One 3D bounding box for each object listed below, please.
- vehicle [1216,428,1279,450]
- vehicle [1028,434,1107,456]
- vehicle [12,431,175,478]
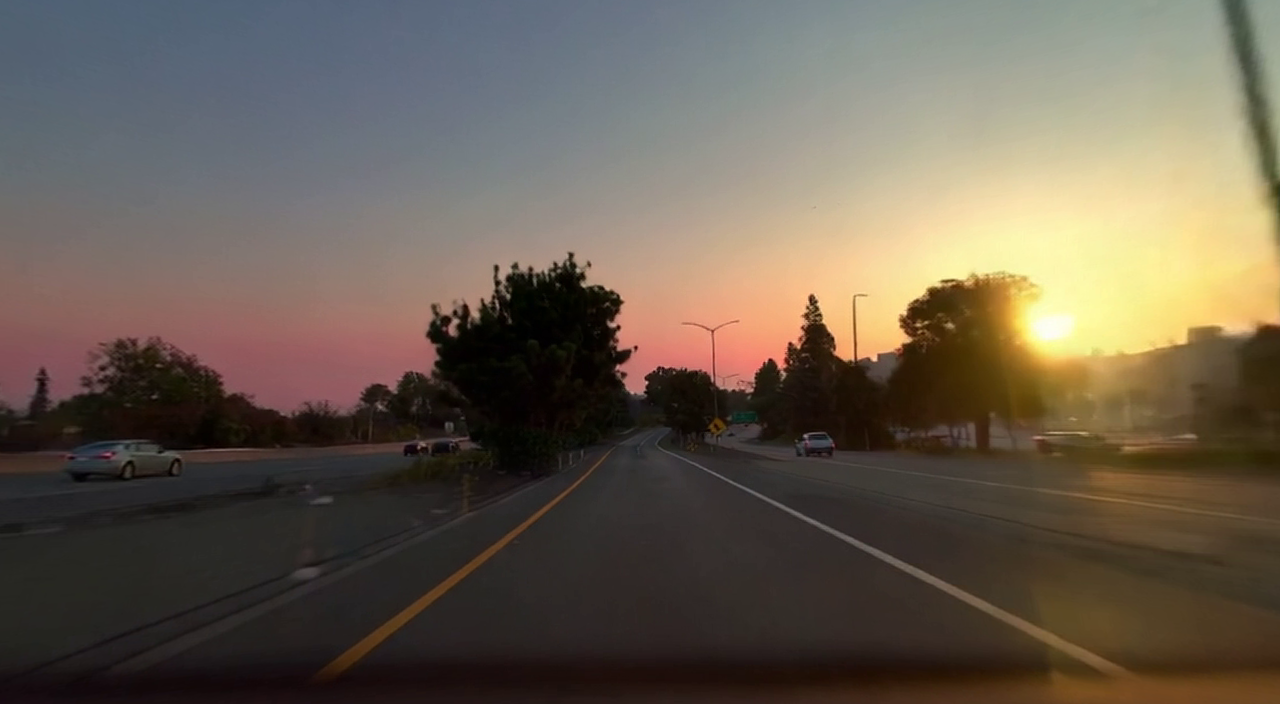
[{"bbox_3d":[46.534,6.552,47.591,1.785,1.507,4.321,-1,-7,-9],"label":"vehicle"},{"bbox_3d":[30.213,6.568,44.746,4.141,1.505,1.972,0,-8,3],"label":"vehicle"},{"bbox_3d":[-19.677,3.710,23.094,2.068,1.518,4.438,0,-8,-2],"label":"vehicle"}]
